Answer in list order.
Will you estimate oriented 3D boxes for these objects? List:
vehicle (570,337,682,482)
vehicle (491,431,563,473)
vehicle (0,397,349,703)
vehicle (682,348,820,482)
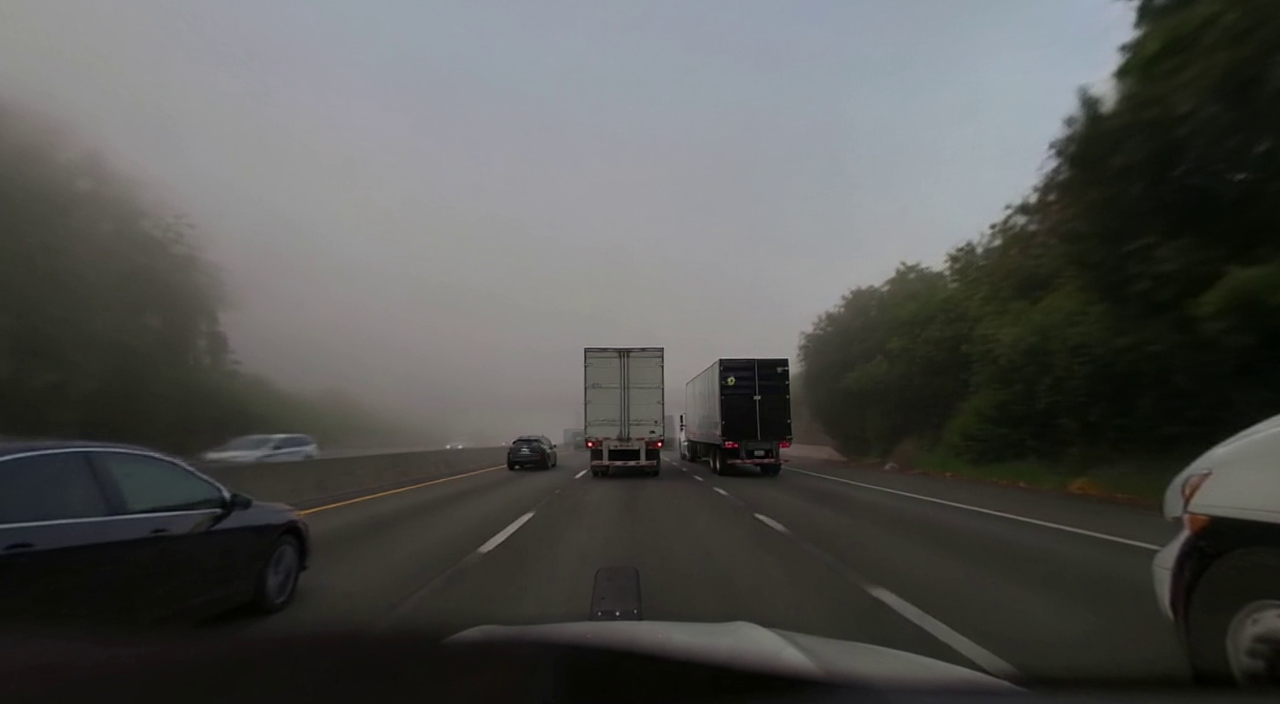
[{"bbox_3d":[-0.552,2.307,23.053,3.090,4.065,10.702,0,-8,-2],"label":"vehicle"},{"bbox_3d":[-4.230,3.789,24.128,2.049,1.483,3.786,0,-8,0],"label":"vehicle"},{"bbox_3d":[-3.505,0.998,3.139,1.894,1.460,4.662,0,-8,0],"label":"vehicle"},{"bbox_3d":[3.616,2.576,24.109,2.817,3.886,11.491,0,-8,-2],"label":"vehicle"}]
